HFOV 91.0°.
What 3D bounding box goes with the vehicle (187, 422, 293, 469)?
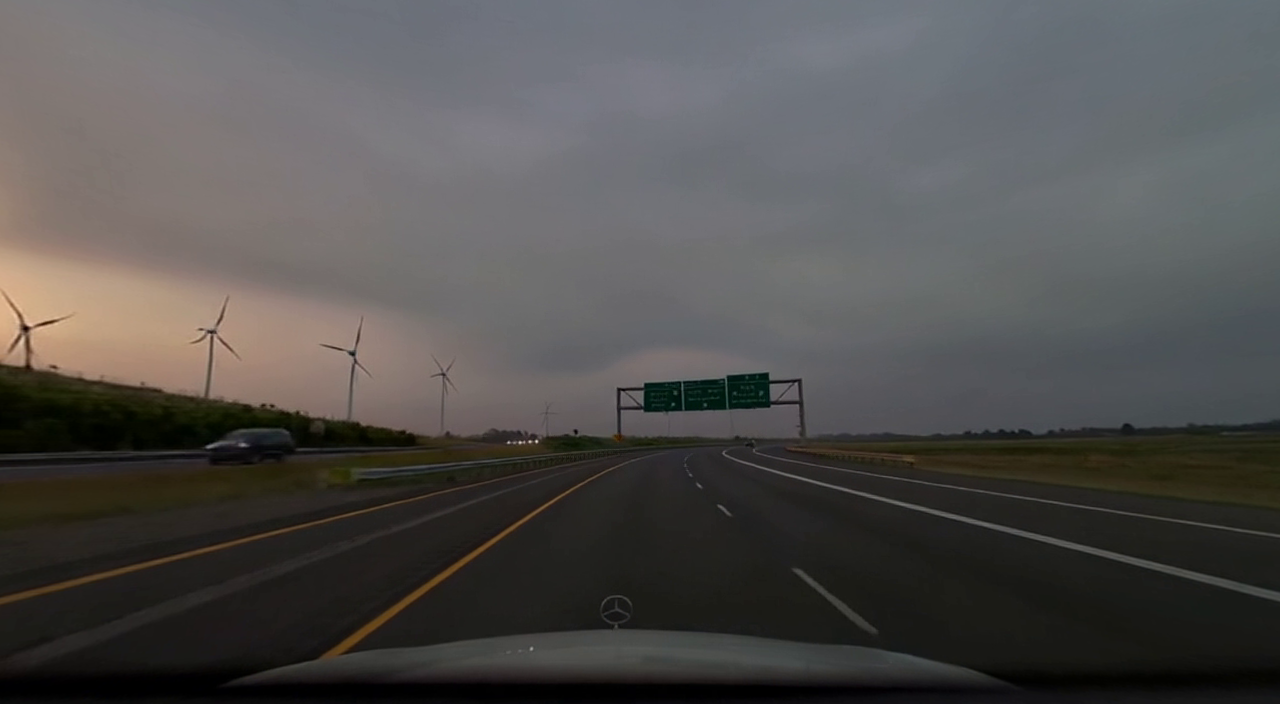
[{"bbox_3d":[-19.592,4.651,31.198,2.113,2.089,5.212,0,-9,-4],"label":"vehicle"}]
